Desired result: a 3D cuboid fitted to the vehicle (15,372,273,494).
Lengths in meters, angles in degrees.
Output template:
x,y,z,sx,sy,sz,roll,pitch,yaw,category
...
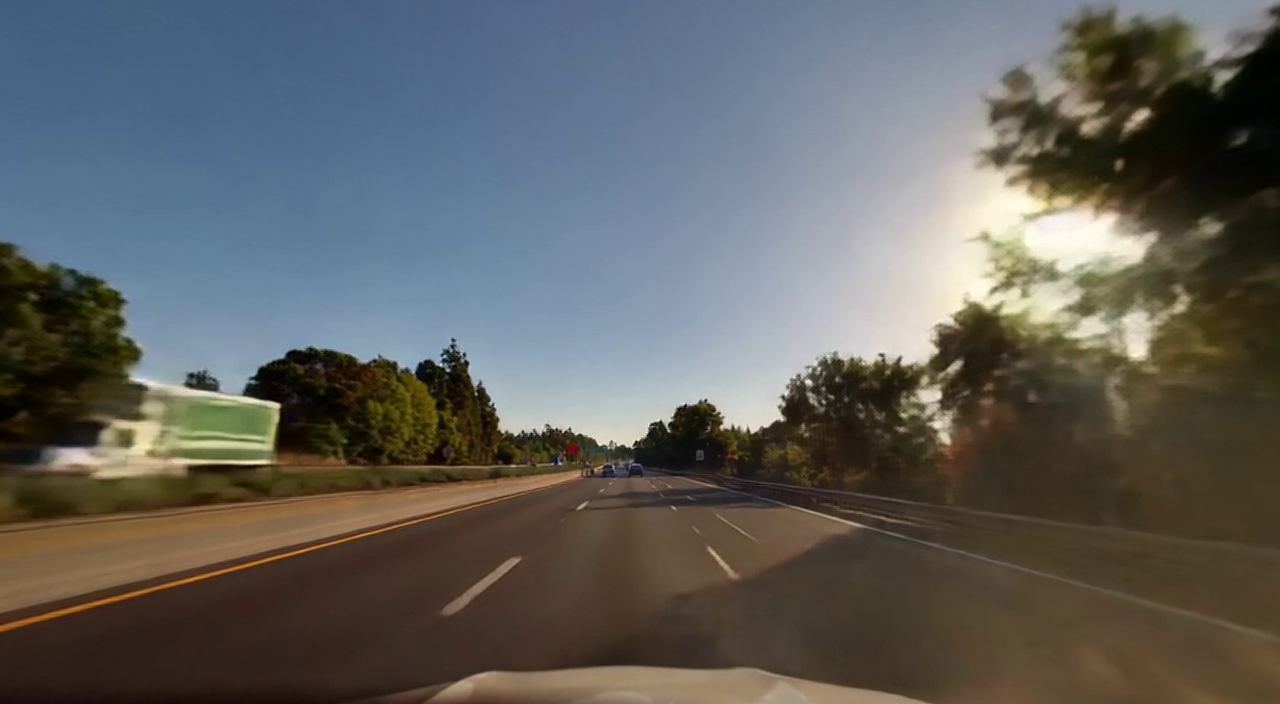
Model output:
x,y,z,sx,sy,sz,roll,pitch,yaw,category
-16.275,2.967,21.708,2.653,3.441,7.431,1,-10,0,vehicle
